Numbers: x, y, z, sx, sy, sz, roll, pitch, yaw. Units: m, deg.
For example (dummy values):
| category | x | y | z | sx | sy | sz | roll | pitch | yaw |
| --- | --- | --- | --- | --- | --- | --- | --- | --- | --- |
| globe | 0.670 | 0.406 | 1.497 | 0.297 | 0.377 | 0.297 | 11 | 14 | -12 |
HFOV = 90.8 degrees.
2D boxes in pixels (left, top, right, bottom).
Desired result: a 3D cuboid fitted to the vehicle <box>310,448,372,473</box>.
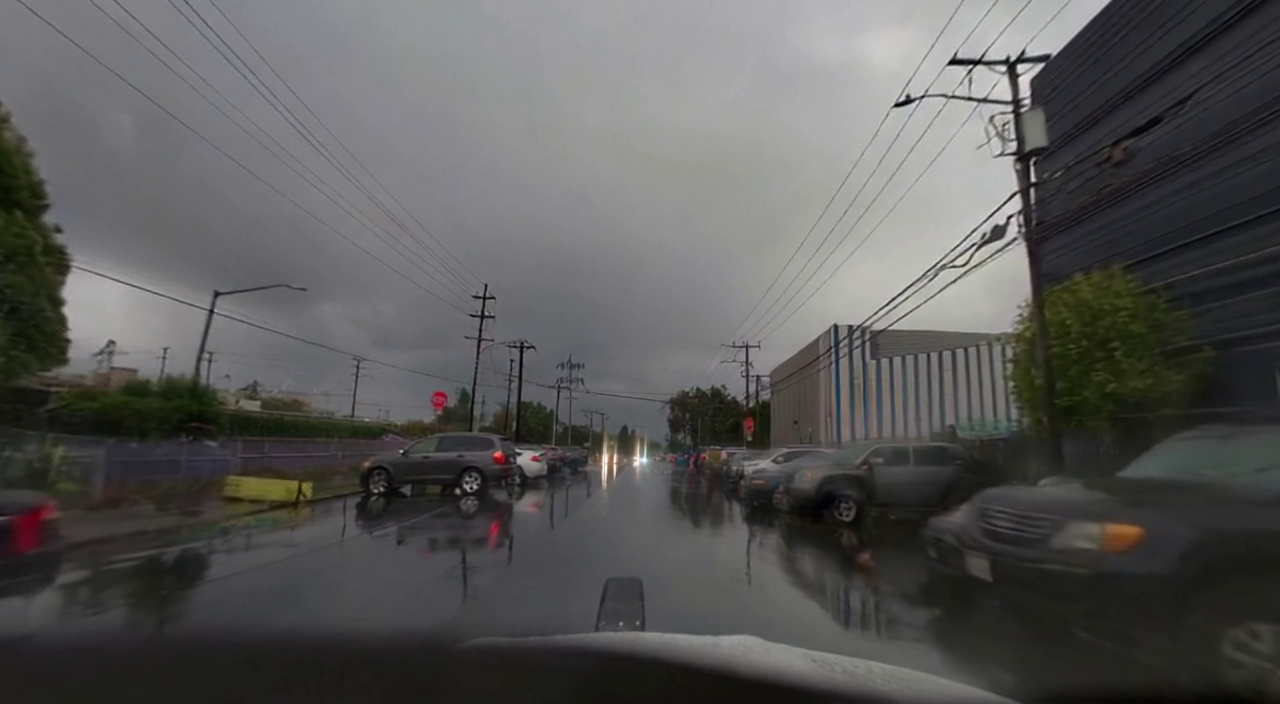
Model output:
| category | x | y | z | sx | sy | sz | roll | pitch | yaw |
| --- | --- | --- | --- | --- | --- | --- | --- | --- | --- |
| vehicle | -19.046 | 6.897 | 40.480 | 1.834 | 1.459 | 4.181 | 0 | -8 | 2 |

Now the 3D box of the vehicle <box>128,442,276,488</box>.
| category | x | y | z | sx | sy | sz | roll | pitch | yaw |
| --- | --- | --- | --- | --- | --- | --- | --- | --- | --- |
| vehicle | -15.643 | 4.045 | 22.958 | 1.840 | 1.477 | 4.693 | -1 | -8 | 3 |

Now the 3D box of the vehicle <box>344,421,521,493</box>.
| category | x | y | z | sx | sy | sz | roll | pitch | yaw |
| --- | --- | --- | --- | --- | --- | --- | --- | --- | --- |
| vehicle | -6.326 | 3.269 | 19.734 | 4.727 | 1.976 | 1.970 | 2 | -10 | 2 |

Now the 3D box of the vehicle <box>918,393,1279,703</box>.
| category | x | y | z | sx | sy | sz | roll | pitch | yaw |
| --- | --- | --- | --- | --- | --- | --- | --- | --- | --- |
| vehicle | 5.013 | 1.128 | 3.640 | 5.762 | 1.626 | 2.184 | 0 | -8 | 1 |
